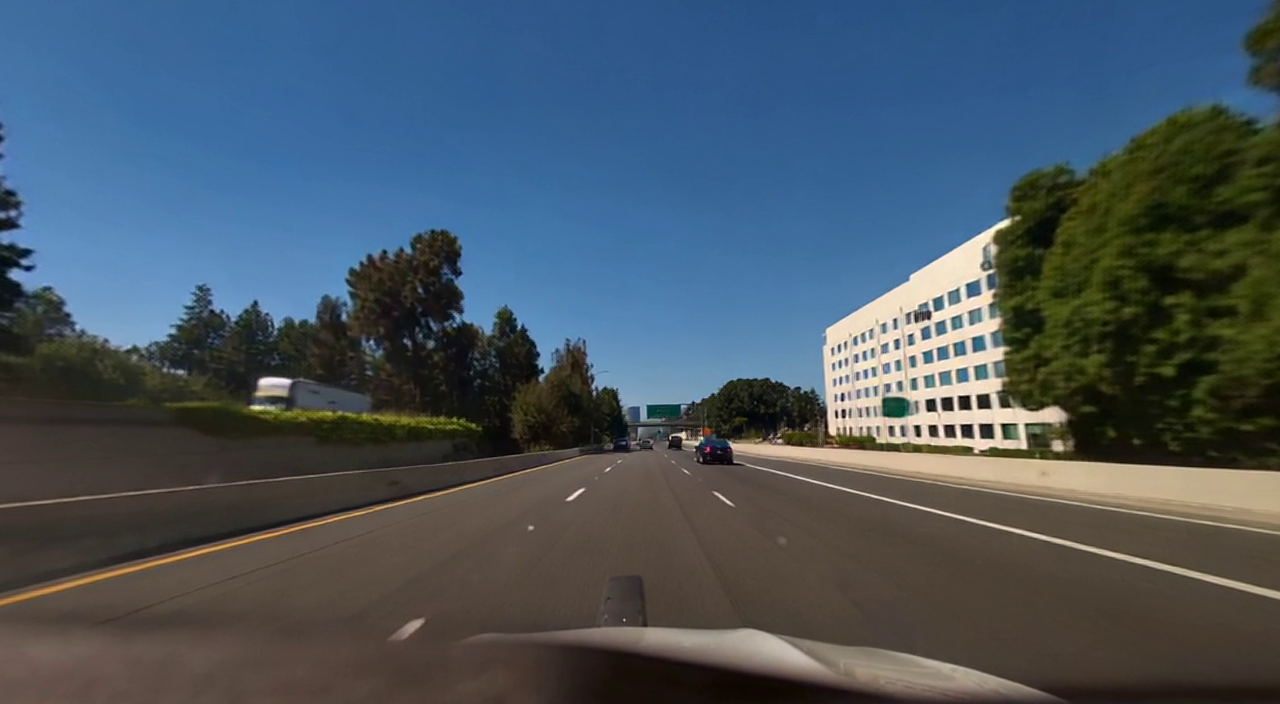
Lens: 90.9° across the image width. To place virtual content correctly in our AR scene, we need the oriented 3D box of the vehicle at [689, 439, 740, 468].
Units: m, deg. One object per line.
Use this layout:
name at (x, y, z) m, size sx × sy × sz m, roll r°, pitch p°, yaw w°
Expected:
vehicle at (3.806, 5.299, 33.095) m, size 2.069 × 1.431 × 4.313 m, roll 0°, pitch -8°, yaw -1°

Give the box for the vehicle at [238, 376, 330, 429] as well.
vehicle at (-27.610, 4.069, 49.382) m, size 2.975 × 3.655 × 7.228 m, roll 0°, pitch -8°, yaw -1°
